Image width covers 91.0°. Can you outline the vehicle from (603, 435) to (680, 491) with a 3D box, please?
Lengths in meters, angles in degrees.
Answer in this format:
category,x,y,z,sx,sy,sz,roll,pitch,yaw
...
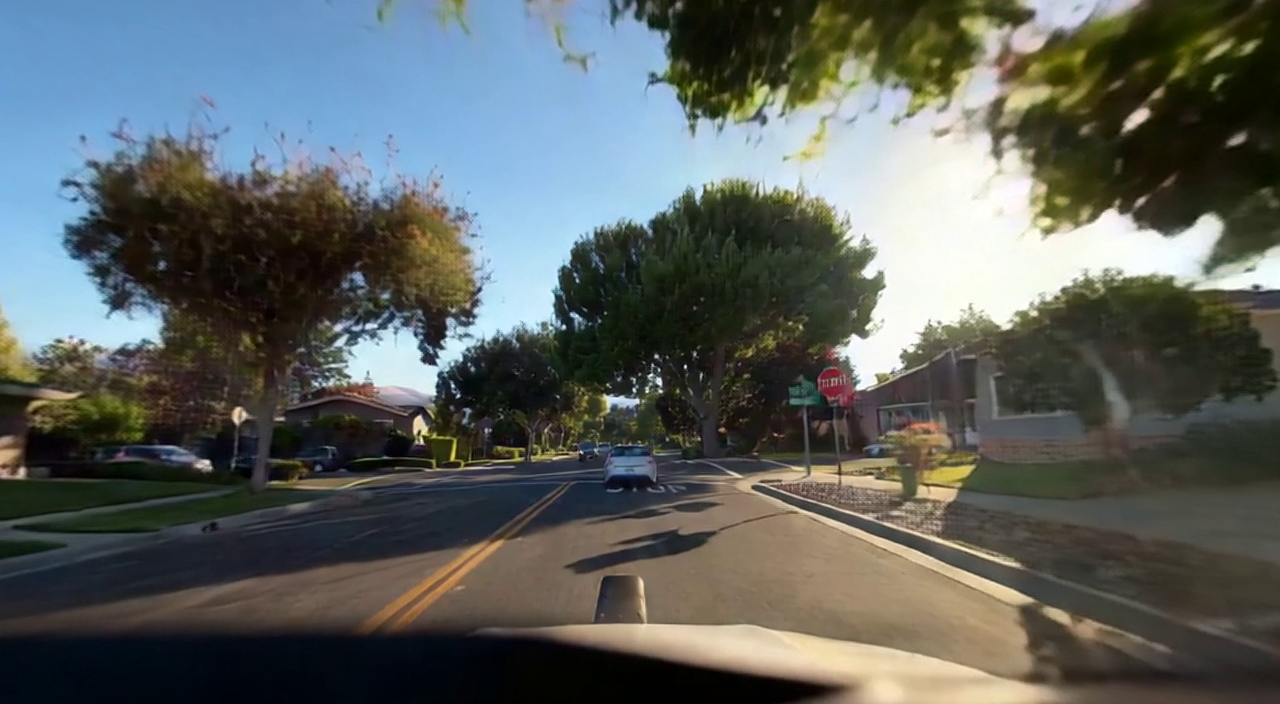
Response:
category,x,y,z,sx,sy,sz,roll,pitch,yaw
vehicle,-0.033,3.295,18.998,2.043,1.484,4.340,0,-9,-2

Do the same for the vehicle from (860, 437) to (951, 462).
category,x,y,z,sx,sy,sz,roll,pitch,yaw
vehicle,16.499,6.072,39.195,4.748,1.488,2.029,1,-9,-5

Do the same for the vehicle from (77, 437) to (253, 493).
category,x,y,z,sx,sy,sz,roll,pitch,yaw
vehicle,-20.904,5.004,27.963,5.796,1.946,2.391,-3,-10,-3
